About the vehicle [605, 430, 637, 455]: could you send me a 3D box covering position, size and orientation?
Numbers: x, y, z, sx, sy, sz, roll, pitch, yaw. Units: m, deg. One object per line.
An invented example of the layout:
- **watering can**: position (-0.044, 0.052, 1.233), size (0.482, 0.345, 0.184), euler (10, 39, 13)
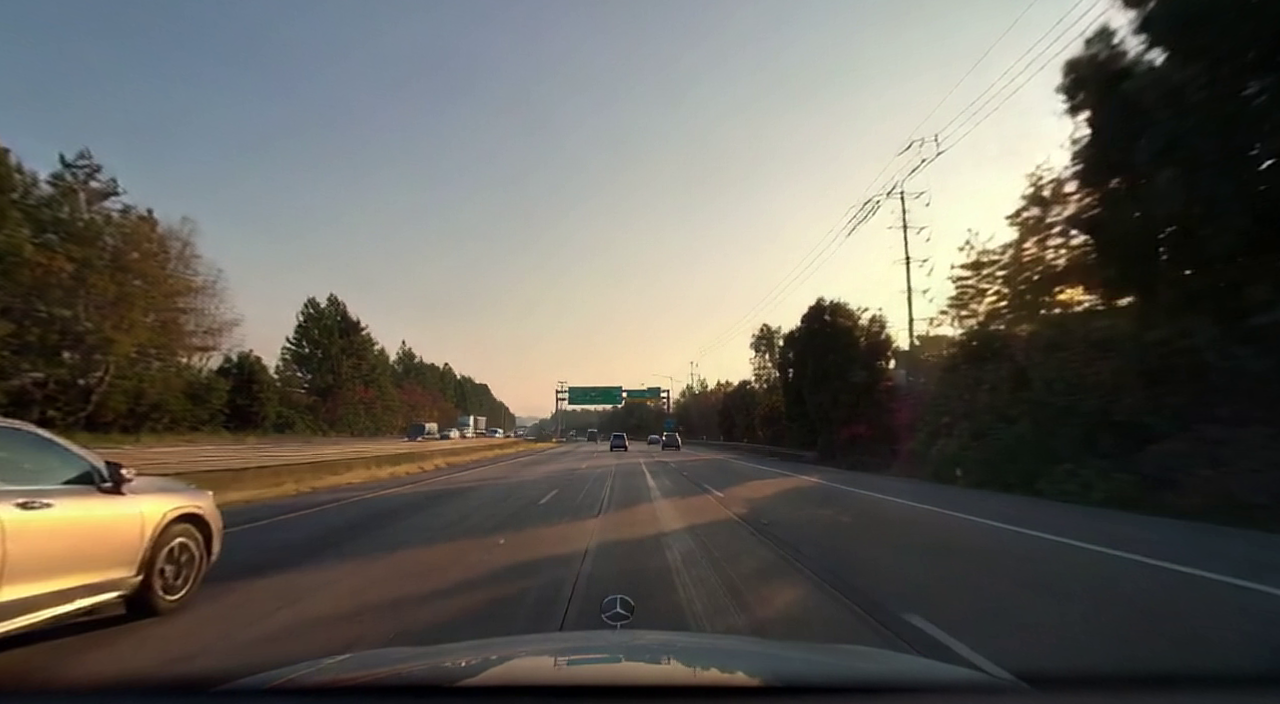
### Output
- **vehicle**: position (-1.350, 6.325, 44.307), size (2.159, 1.690, 3.720), euler (0, -7, -3)

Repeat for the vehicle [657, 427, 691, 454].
- **vehicle**: position (2.452, 6.431, 45.892), size (1.976, 1.905, 3.263), euler (1, -7, -5)

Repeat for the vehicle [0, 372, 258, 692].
- **vehicle**: position (-4.257, 0.916, 3.237), size (2.100, 1.590, 4.077), euler (0, -7, -2)
